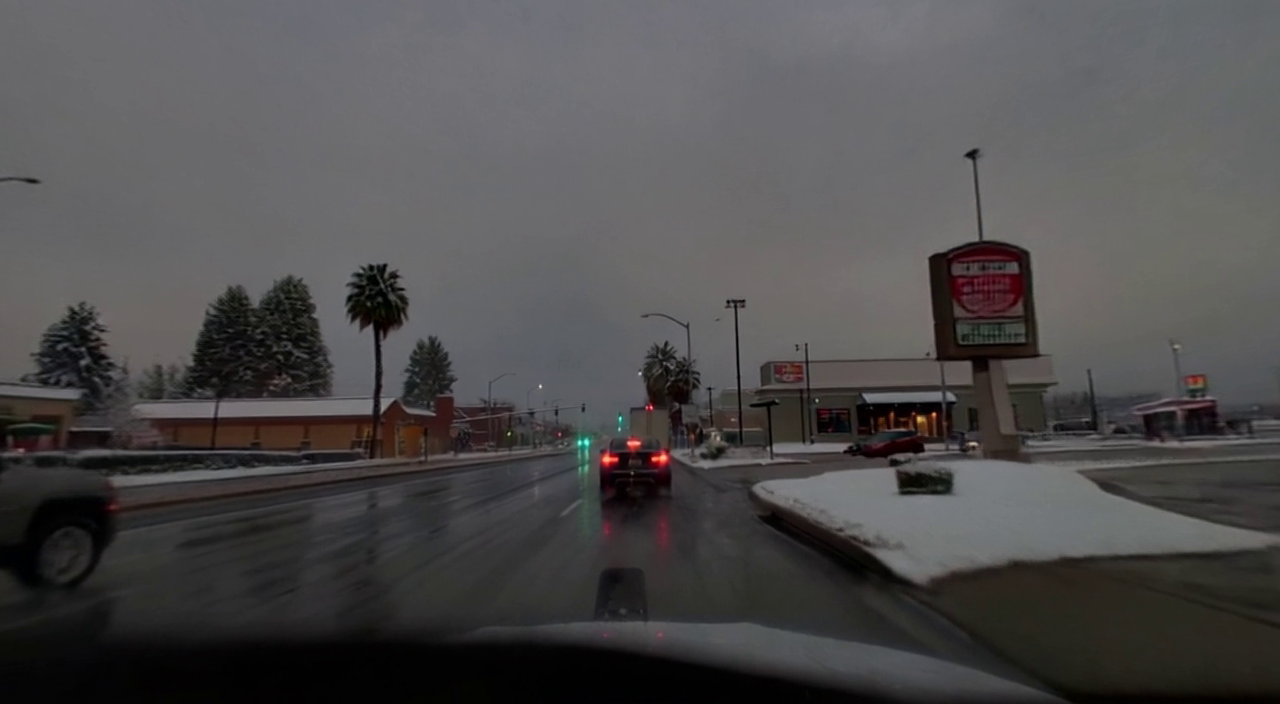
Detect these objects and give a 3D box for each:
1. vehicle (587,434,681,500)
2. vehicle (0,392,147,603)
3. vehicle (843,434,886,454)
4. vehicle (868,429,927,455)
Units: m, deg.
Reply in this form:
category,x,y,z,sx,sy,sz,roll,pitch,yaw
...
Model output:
category,x,y,z,sx,sy,sz,roll,pitch,yaw
vehicle,-0.095,2.974,16.656,2.145,1.483,4.453,0,-9,1
vehicle,-6.287,1.064,4.346,2.057,1.705,4.394,0,-9,1
vehicle,17.225,7.116,48.391,1.902,1.502,4.395,0,-9,3
vehicle,17.398,6.139,42.610,2.009,1.630,4.436,0,-9,-2
